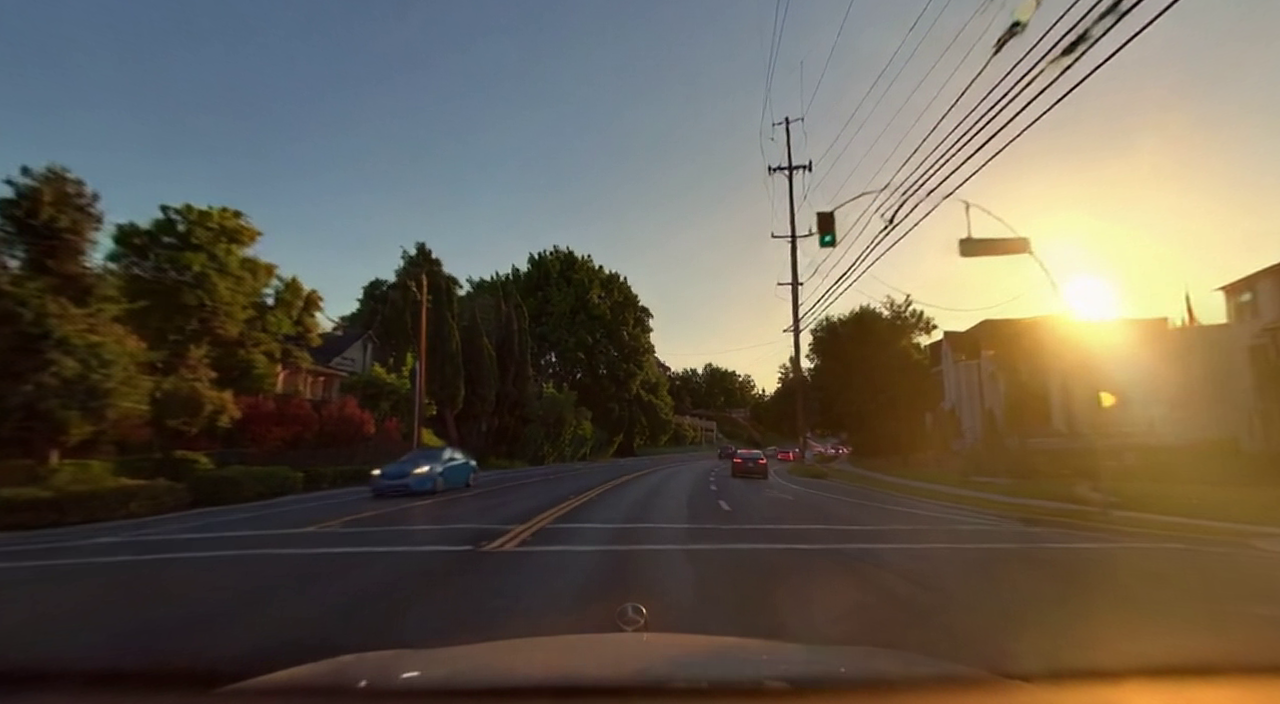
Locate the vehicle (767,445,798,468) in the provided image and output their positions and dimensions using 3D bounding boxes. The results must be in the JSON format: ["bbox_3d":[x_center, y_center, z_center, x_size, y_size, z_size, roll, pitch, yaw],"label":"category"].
[{"bbox_3d":[10.980,8.055,48.715,2.027,1.674,4.256,-1,-8,9],"label":"vehicle"}]

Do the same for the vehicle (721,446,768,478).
[{"bbox_3d":[5.360,5.667,32.764,1.951,1.479,4.487,-1,-8,4],"label":"vehicle"}]

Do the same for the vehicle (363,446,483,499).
[{"bbox_3d":[-6.642,3.719,19.906,1.985,1.463,4.294,-1,-8,5],"label":"vehicle"}]
